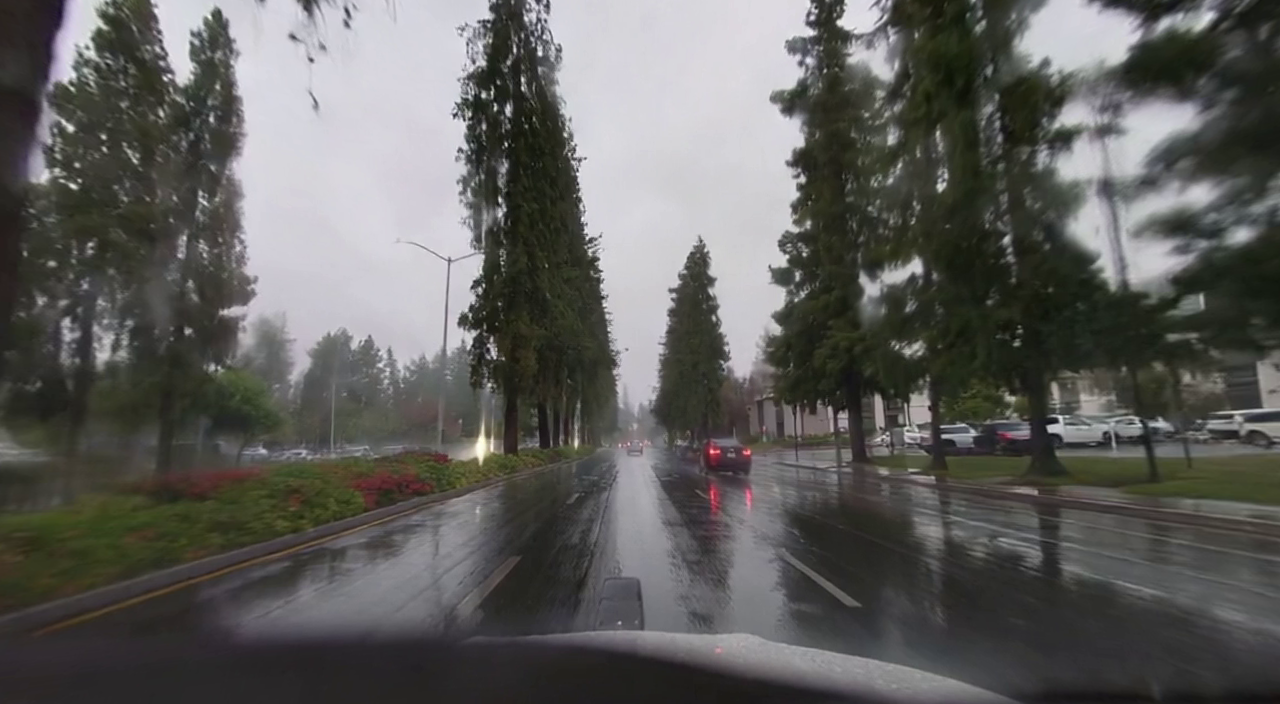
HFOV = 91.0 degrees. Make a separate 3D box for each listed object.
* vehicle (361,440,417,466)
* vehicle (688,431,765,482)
[{"bbox_3d":[-17.762,7.174,44.832,2.097,1.691,4.569,0,-8,0],"label":"vehicle"},{"bbox_3d":[2.977,3.700,22.542,2.022,1.656,4.025,0,-8,-2],"label":"vehicle"}]
